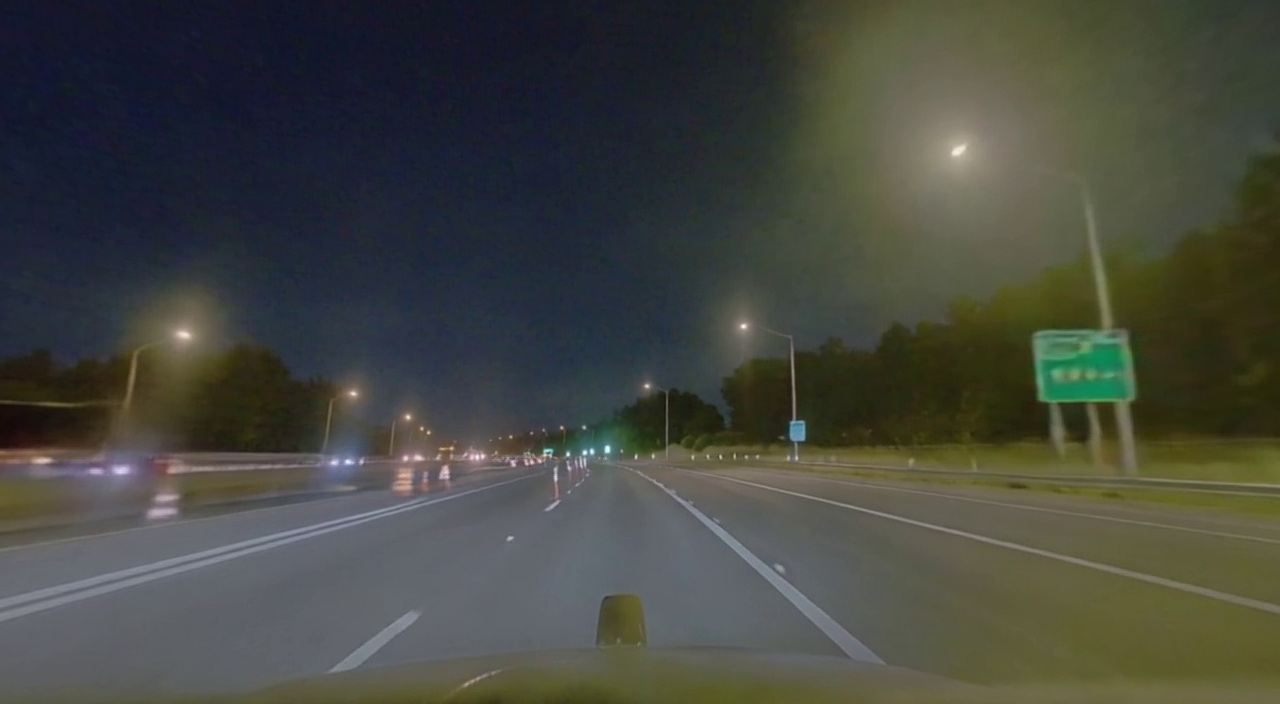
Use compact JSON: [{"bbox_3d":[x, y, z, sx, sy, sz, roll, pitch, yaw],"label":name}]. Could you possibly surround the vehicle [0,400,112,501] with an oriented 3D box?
[{"bbox_3d":[-17.261,2.314,15.051,2.750,2.474,7.300,1,-11,1],"label":"vehicle"}]
